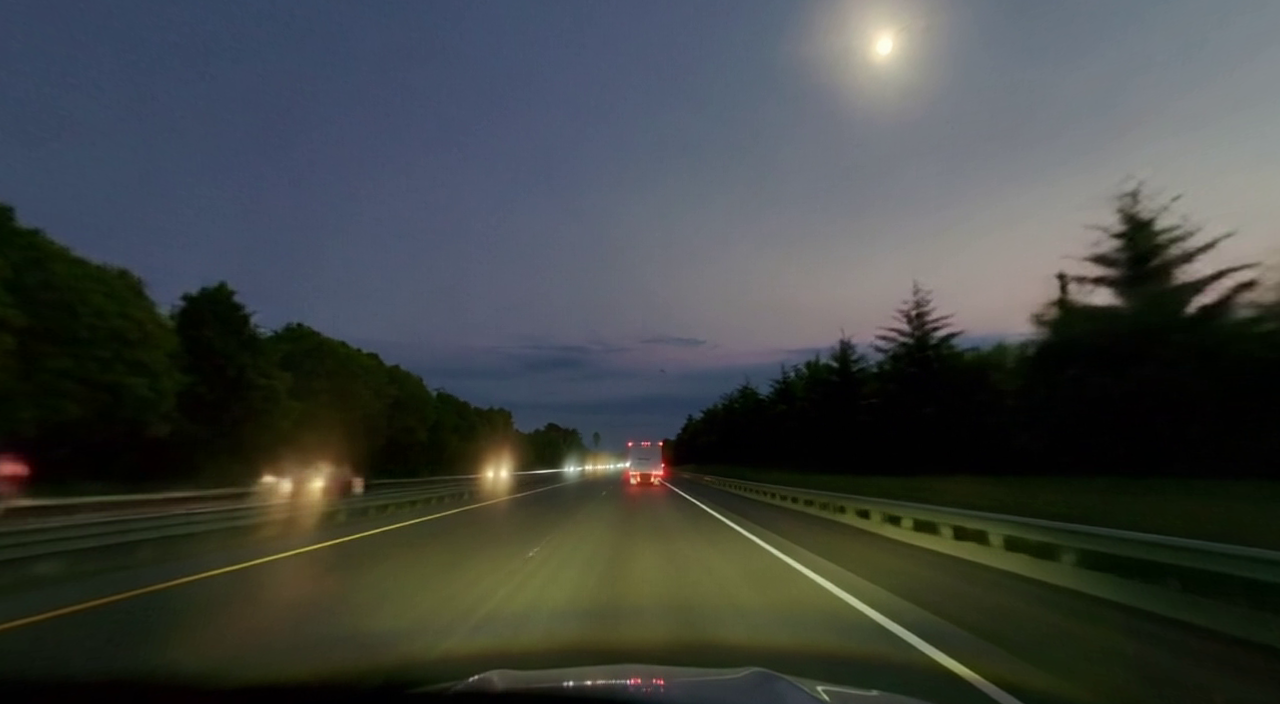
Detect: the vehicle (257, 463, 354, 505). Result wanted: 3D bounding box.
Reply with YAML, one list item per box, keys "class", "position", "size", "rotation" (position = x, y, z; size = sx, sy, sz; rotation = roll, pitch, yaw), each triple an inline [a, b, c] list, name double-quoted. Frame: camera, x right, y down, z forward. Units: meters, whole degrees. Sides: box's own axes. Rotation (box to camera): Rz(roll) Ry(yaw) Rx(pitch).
- class: "vehicle"
  position: [-12.143, 4.801, 23.095]
  size: [1.679, 1.388, 3.355]
  rotation: [1, -10, 0]

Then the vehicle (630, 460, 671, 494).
- class: "vehicle"
  position: [0.518, 6.680, 33.848]
  size: [2.048, 1.663, 4.377]
  rotation: [1, -10, 0]
